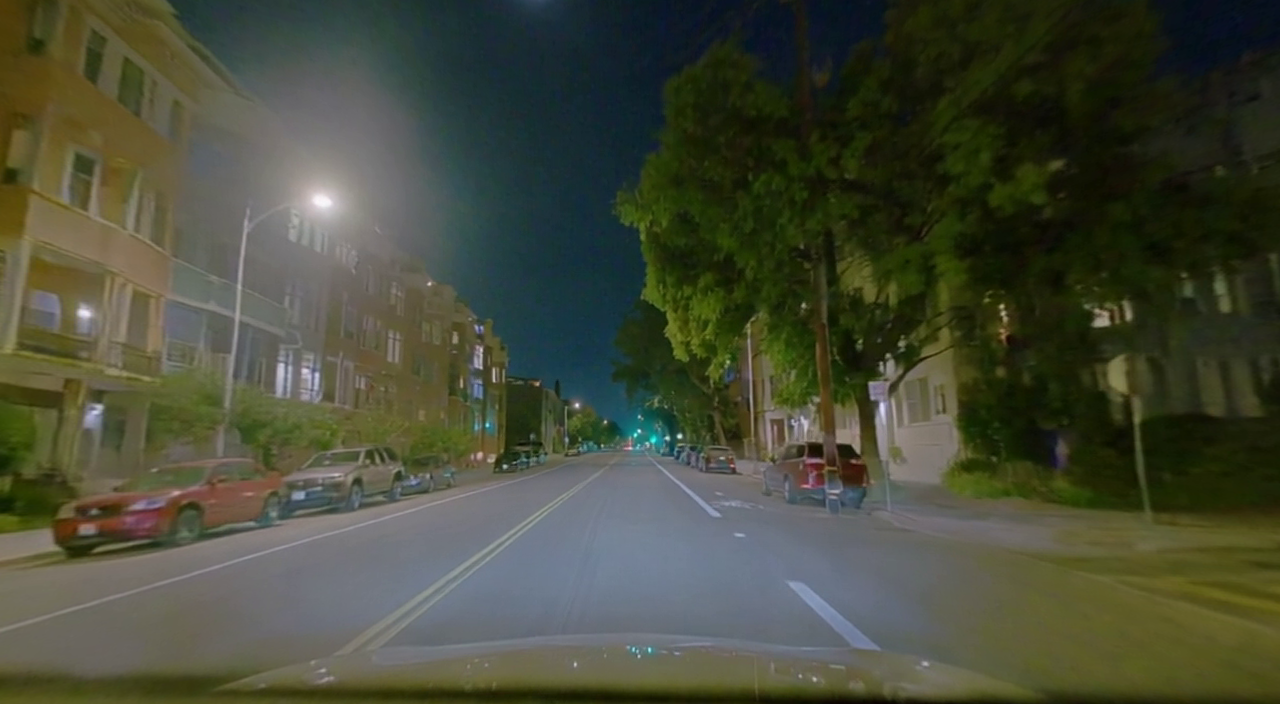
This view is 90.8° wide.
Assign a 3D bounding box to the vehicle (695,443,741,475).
[{"bbox_3d":[4.037,5.597,33.399,1.845,1.556,3.929,1,-9,-1],"label":"vehicle"}]

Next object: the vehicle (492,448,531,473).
[{"bbox_3d":[-8.292,7.012,41.058,1.852,1.482,3.916,0,-9,-2],"label":"vehicle"}]

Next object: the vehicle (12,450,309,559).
[{"bbox_3d":[-8.030,2.538,11.292,1.967,1.517,4.360,1,-9,-2],"label":"vehicle"}]

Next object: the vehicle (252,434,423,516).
[{"bbox_3d":[-7.894,3.255,17.220,2.283,1.853,4.903,0,-9,-1],"label":"vehicle"}]

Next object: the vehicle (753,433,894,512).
[{"bbox_3d":[4.334,2.918,15.747,2.034,1.674,4.271,1,-9,-3],"label":"vehicle"}]
